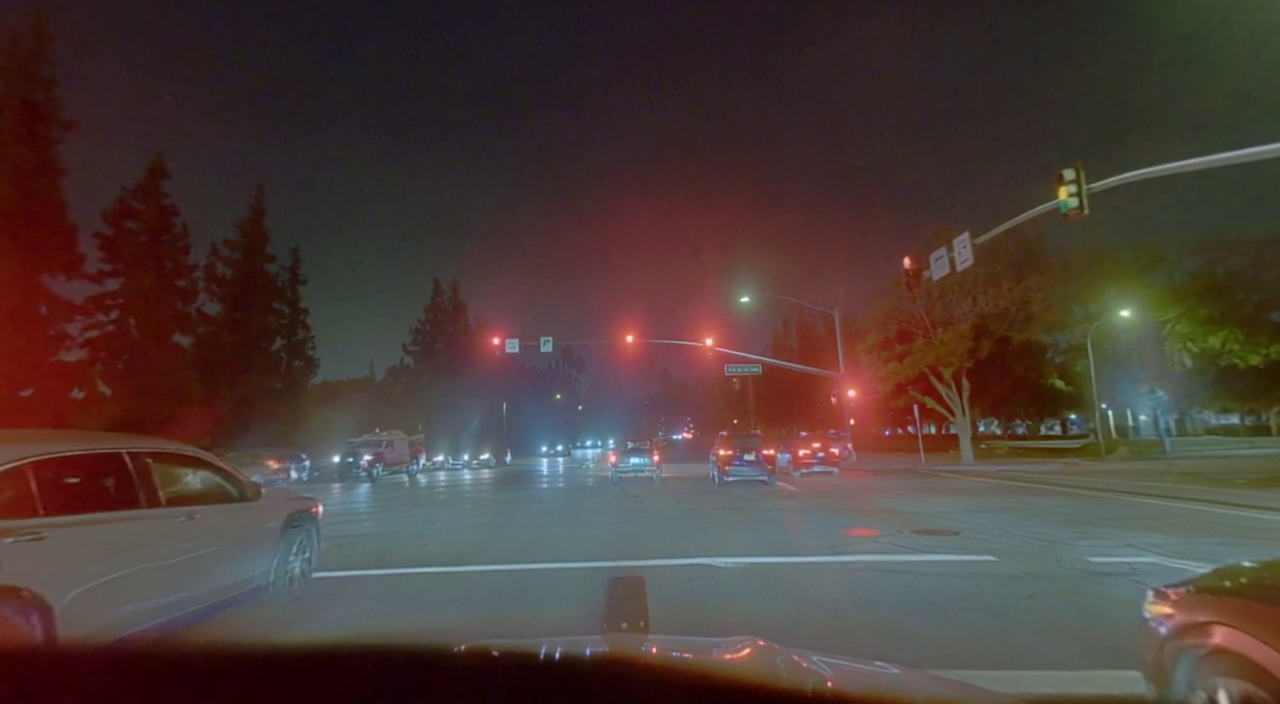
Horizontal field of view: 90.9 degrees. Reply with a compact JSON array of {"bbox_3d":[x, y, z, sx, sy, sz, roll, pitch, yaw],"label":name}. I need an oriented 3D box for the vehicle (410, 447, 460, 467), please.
[{"bbox_3d":[-14.084,7.221,43.575,1.926,1.325,4.162,-1,-8,2],"label":"vehicle"}]

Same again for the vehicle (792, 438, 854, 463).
[{"bbox_3d":[13.891,7.476,48.180,2.171,1.786,4.943,2,-9,-17],"label":"vehicle"}]

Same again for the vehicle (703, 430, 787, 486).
[{"bbox_3d":[3.450,3.607,21.715,2.097,1.707,4.461,0,-8,0],"label":"vehicle"}]

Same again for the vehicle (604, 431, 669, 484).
[{"bbox_3d":[-0.119,3.863,23.293,2.215,1.749,3.976,0,-8,0],"label":"vehicle"}]

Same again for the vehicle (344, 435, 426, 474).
[{"bbox_3d":[-13.993,5.641,35.032,2.196,1.961,5.359,0,-8,2],"label":"vehicle"}]

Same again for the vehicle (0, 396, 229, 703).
[{"bbox_3d":[-3.592,0.816,1.752,1.941,1.492,4.399,0,-8,0],"label":"vehicle"}]

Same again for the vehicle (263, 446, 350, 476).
[{"bbox_3d":[-17.549,5.749,33.428,2.086,1.458,4.457,0,-8,2],"label":"vehicle"}]

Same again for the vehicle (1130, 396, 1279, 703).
[{"bbox_3d":[3.057,0.648,0.475,1.960,1.460,4.233,0,-8,0],"label":"vehicle"}]

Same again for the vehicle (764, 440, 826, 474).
[{"bbox_3d":[7.036,4.809,29.000,1.847,1.432,4.039,0,-8,1],"label":"vehicle"}]
